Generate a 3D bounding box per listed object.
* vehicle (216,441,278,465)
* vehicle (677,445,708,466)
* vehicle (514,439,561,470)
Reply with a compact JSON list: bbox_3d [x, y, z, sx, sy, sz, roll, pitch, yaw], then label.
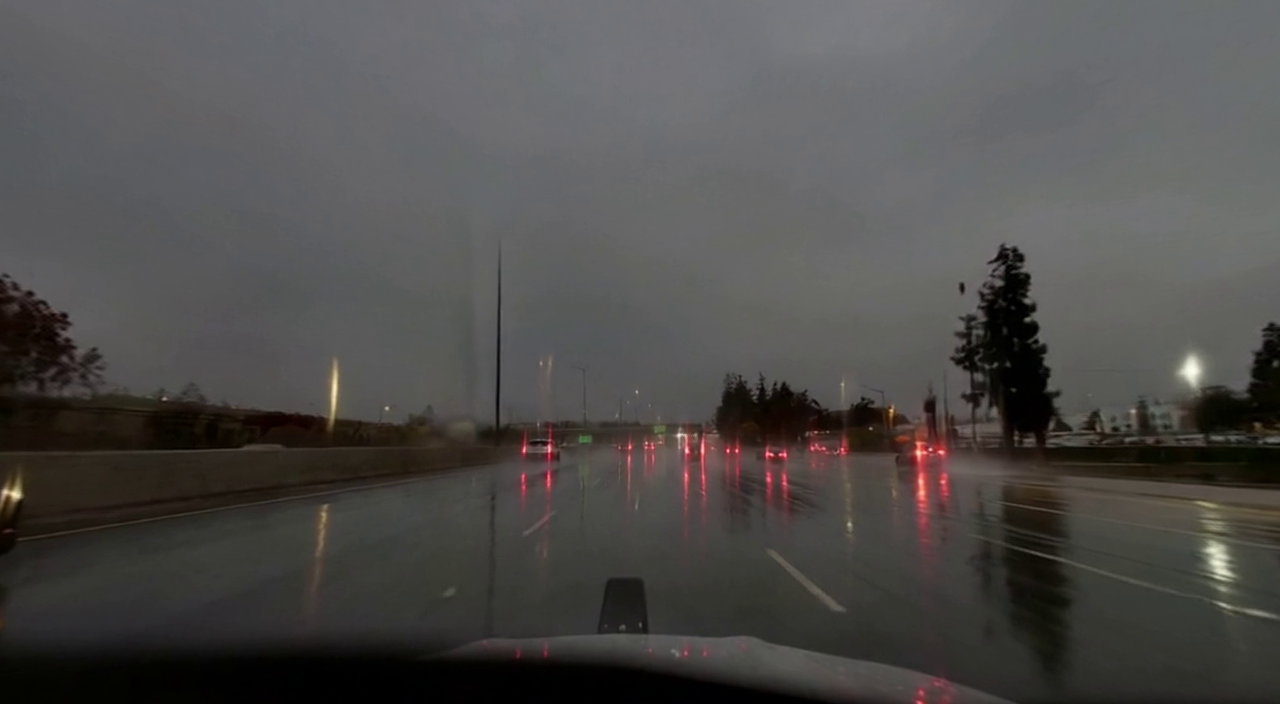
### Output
[{"bbox_3d":[-25.372,6.510,40.682,1.577,1.426,3.628,0,-8,1],"label":"vehicle"},{"bbox_3d":[3.803,7.532,45.867,1.950,1.453,3.378,0,-8,-1],"label":"vehicle"},{"bbox_3d":[-6.253,6.299,38.800,2.091,1.746,4.437,0,-8,1],"label":"vehicle"}]
